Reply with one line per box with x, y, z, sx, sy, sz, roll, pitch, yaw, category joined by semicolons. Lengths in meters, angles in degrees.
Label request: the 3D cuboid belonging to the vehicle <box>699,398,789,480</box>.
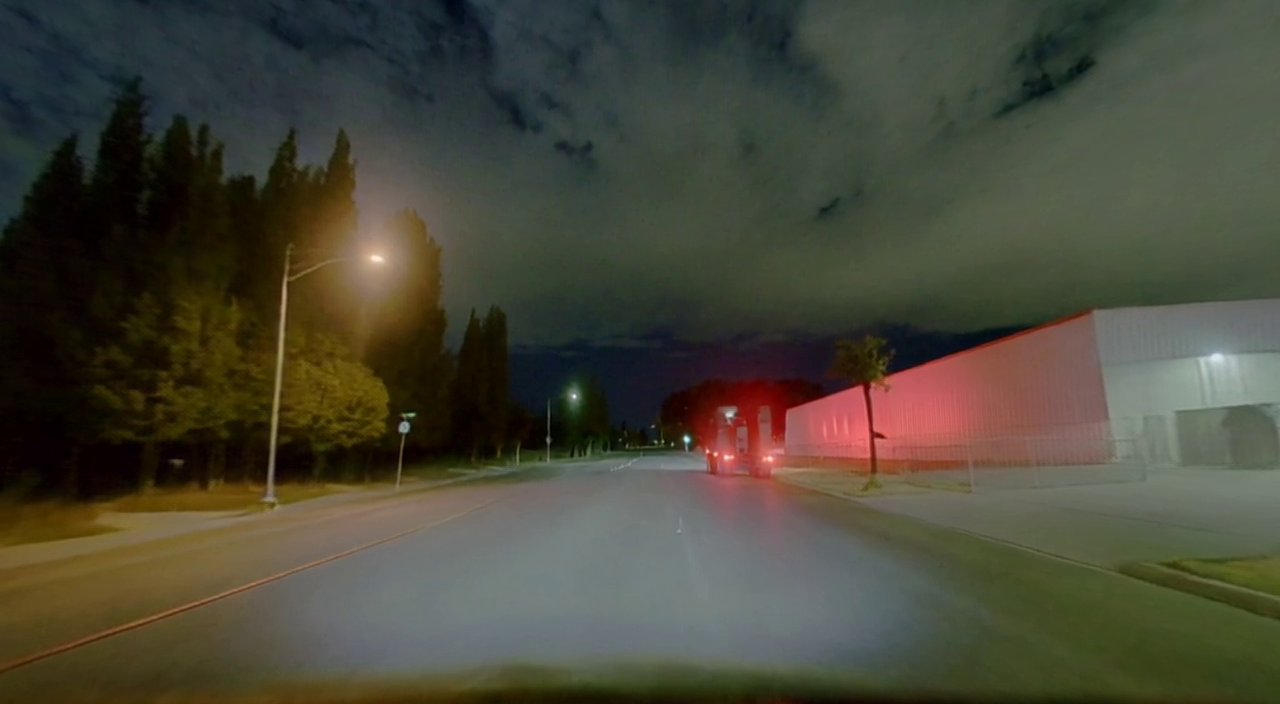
4.523;4.036;28.968;3.019;3.303;6.252;0;-9;0;vehicle
